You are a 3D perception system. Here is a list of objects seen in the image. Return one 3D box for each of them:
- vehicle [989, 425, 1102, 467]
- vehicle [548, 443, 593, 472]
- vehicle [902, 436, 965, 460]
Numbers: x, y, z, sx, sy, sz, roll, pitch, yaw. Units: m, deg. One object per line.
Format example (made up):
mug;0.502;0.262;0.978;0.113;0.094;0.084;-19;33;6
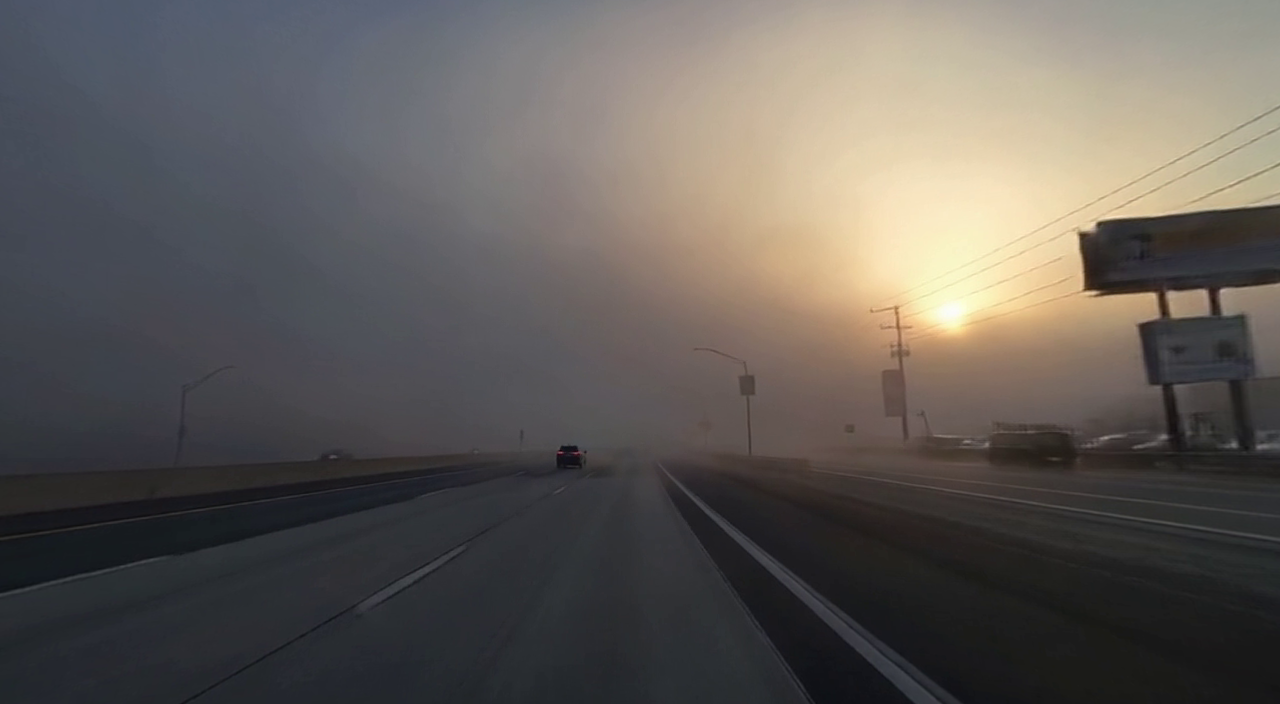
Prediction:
vehicle;19.015;4.444;29.962;2.037;1.794;4.897;0;-9;0
vehicle;-3.773;5.812;35.173;1.940;1.479;4.545;0;-9;1
vehicle;19.076;6.289;41.291;1.826;1.487;4.419;0;-9;-3
